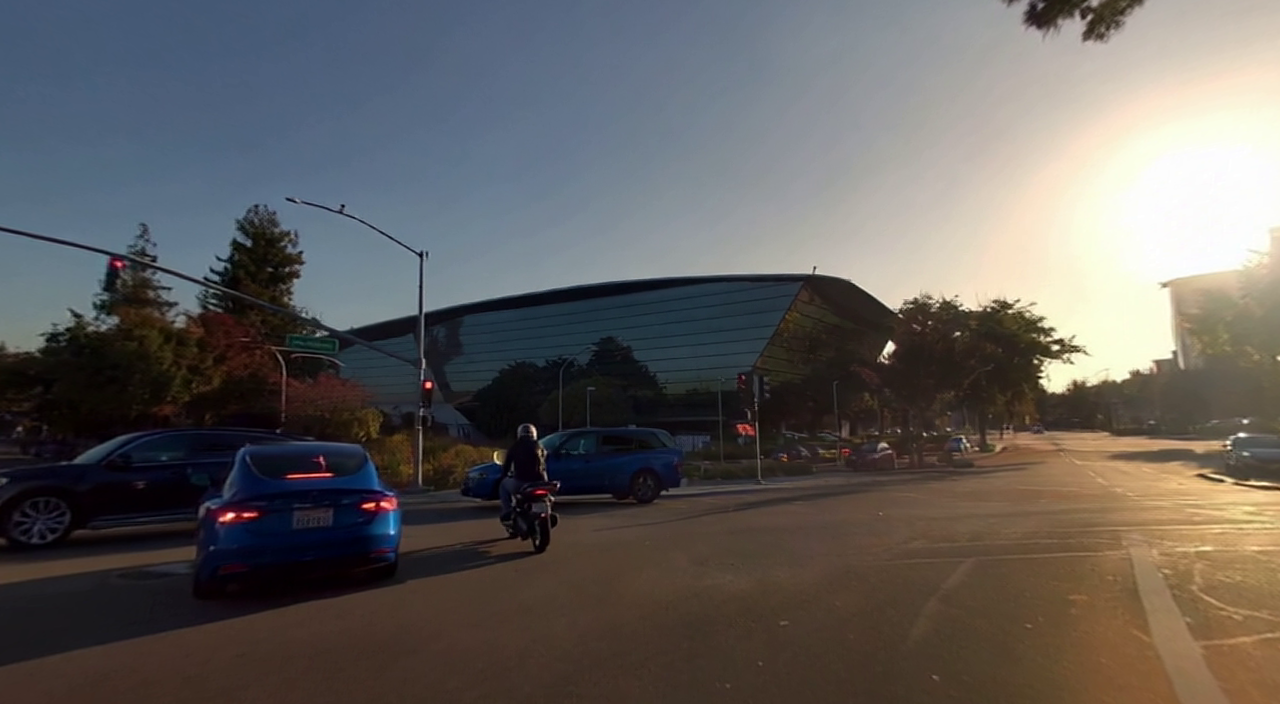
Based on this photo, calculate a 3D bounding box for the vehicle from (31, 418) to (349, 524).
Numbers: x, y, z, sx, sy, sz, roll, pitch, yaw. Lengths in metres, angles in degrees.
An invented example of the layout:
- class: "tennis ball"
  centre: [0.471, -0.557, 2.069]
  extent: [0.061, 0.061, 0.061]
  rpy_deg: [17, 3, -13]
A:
- class: "vehicle"
  centre: [-8.229, 2.185, 11.821]
  extent: [4.583, 1.755, 1.936]
  rpy_deg: [-1, -8, 6]

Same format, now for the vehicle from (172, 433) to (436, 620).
- class: "vehicle"
  centre: [-4.077, 1.710, 7.301]
  extent: [2.009, 1.450, 4.182]
  rpy_deg: [6, -10, -35]

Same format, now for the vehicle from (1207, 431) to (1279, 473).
- class: "vehicle"
  centre: [23.772, 3.835, 24.384]
  extent: [1.872, 1.467, 4.385]
  rpy_deg: [-5, -10, 31]

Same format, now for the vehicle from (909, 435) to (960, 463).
- class: "vehicle"
  centre: [17.522, 5.754, 37.395]
  extent: [2.024, 1.543, 4.028]
  rpy_deg: [-6, -10, 33]

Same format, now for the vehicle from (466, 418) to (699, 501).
- class: "vehicle"
  centre: [-1.580, 2.835, 17.024]
  extent: [5.833, 1.960, 2.341]
  rpy_deg: [2, -9, -18]

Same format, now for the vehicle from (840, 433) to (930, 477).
- class: "vehicle"
  centre: [10.321, 4.244, 26.378]
  extent: [2.084, 1.656, 4.583]
  rpy_deg: [-7, -11, 38]
